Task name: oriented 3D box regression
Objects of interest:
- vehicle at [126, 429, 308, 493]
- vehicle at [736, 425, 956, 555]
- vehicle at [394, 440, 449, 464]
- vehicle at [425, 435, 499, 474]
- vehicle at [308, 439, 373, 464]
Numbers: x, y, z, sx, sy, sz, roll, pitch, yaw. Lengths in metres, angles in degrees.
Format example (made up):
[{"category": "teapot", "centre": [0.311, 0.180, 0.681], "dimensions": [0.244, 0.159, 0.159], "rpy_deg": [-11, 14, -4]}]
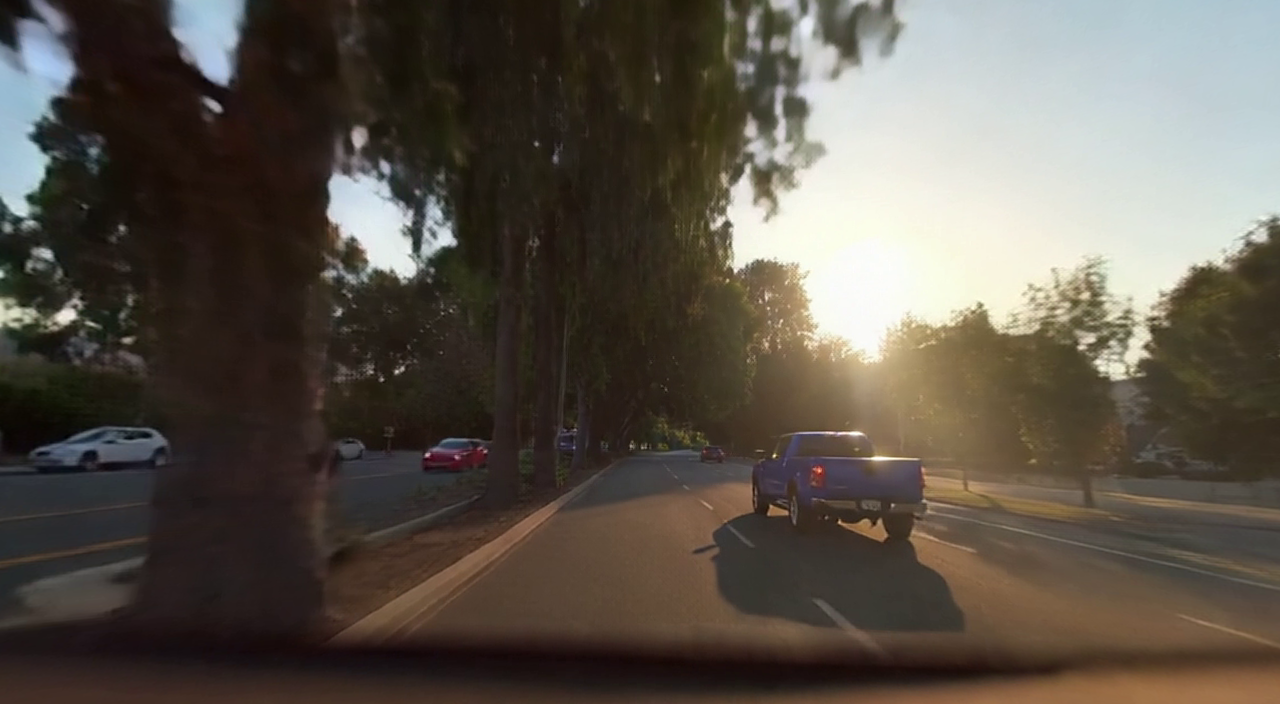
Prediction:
[{"category": "vehicle", "centre": [-11.285, 2.935, 17.280], "dimensions": [1.999, 1.519, 4.249], "rpy_deg": [0, -8, 1]}, {"category": "vehicle", "centre": [3.105, 2.182, 10.773], "dimensions": [2.108, 1.712, 4.616], "rpy_deg": [0, -8, -1]}, {"category": "vehicle", "centre": [-14.296, 6.596, 41.564], "dimensions": [1.981, 1.485, 4.614], "rpy_deg": [0, -8, 0]}, {"category": "vehicle", "centre": [-8.104, 4.728, 29.215], "dimensions": [2.121, 1.639, 4.525], "rpy_deg": [0, -8, 0]}, {"category": "vehicle", "centre": [-18.784, 6.277, 39.767], "dimensions": [1.908, 1.471, 4.556], "rpy_deg": [0, -8, -1]}]
